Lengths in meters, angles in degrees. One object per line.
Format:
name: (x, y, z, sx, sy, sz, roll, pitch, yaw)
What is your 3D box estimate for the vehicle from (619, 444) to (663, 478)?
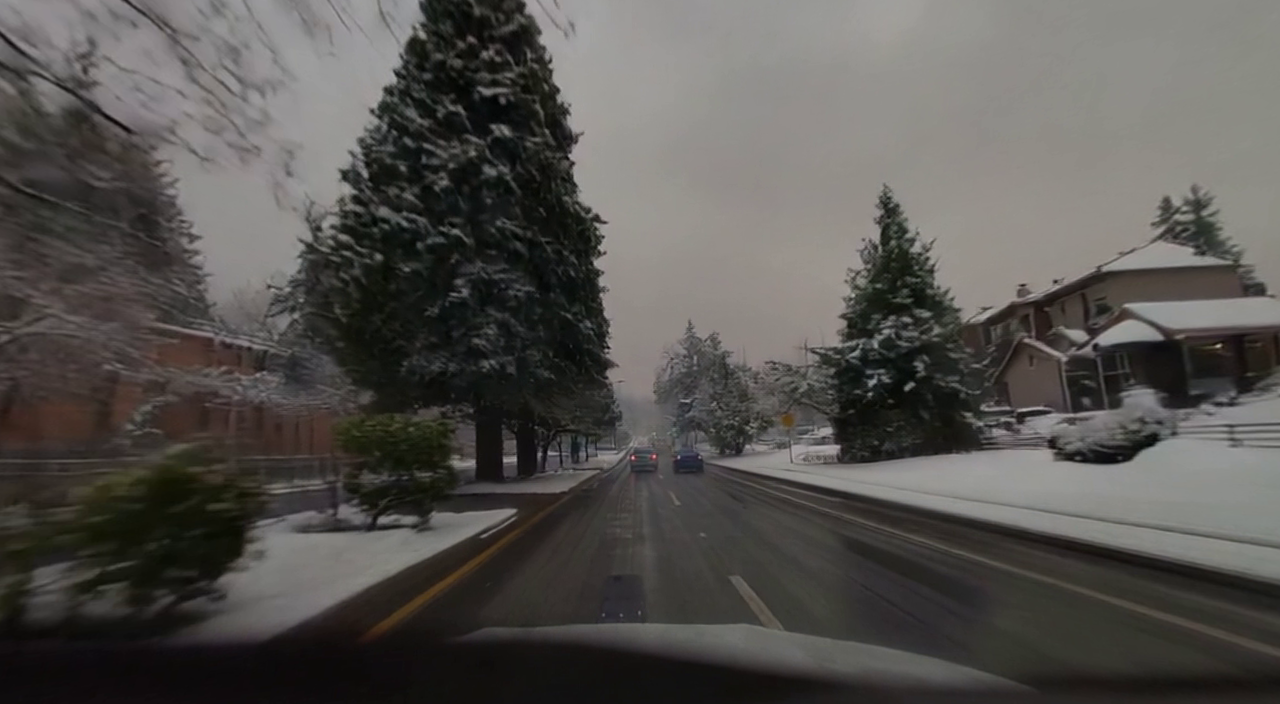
vehicle: (0.085, 5.323, 31.102, 2.018, 1.511, 3.993, 0, -8, 1)

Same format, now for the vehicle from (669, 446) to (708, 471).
vehicle: (3.029, 6.732, 40.154, 2.057, 1.496, 4.401, 0, -8, -1)
